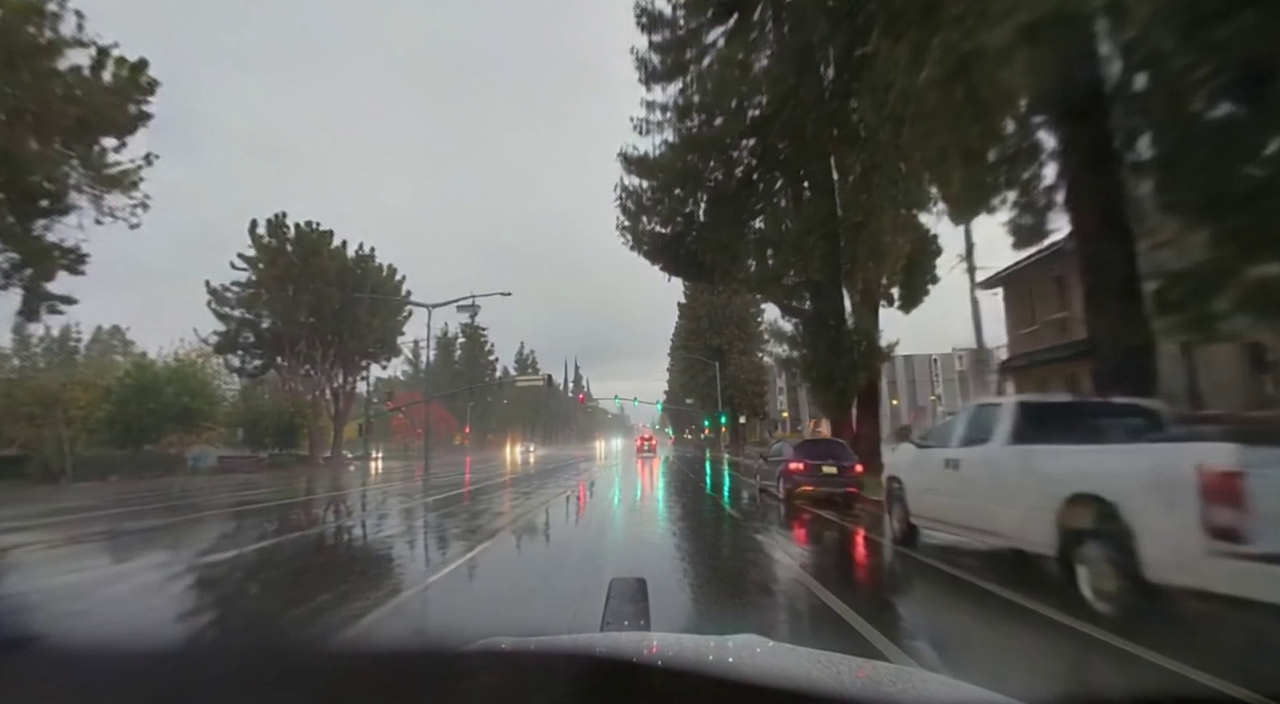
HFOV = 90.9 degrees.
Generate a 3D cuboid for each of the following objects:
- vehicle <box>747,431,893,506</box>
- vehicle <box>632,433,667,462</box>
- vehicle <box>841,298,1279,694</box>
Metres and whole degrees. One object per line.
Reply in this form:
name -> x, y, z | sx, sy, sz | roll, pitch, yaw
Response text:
vehicle -> 4.112, 2.738, 15.332 | 2.269, 1.520, 4.410 | 0, -8, 0
vehicle -> 0.621, 6.255, 41.355 | 2.169, 1.751, 4.276 | 0, -8, 1
vehicle -> 4.223, 1.190, 6.600 | 2.162, 2.080, 6.515 | 0, -8, 1
